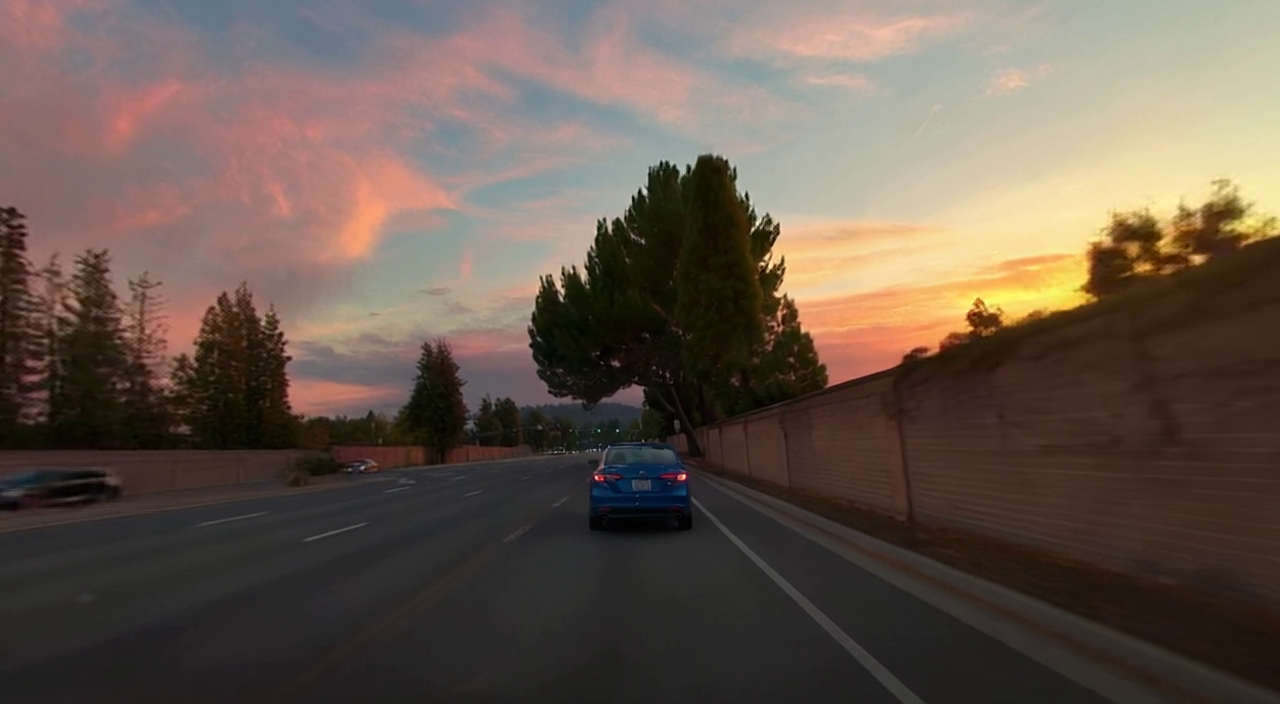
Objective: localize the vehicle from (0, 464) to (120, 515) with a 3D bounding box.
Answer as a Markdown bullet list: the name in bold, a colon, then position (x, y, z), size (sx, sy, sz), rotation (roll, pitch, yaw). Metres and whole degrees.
- **vehicle**: position (-21.530, 4.808, 22.525), size (1.950, 1.485, 4.711), rotation (0, -8, 0)

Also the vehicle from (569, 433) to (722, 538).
- **vehicle**: position (0.068, 2.253, 11.330), size (2.205, 1.509, 4.272), rotation (0, -8, 0)
